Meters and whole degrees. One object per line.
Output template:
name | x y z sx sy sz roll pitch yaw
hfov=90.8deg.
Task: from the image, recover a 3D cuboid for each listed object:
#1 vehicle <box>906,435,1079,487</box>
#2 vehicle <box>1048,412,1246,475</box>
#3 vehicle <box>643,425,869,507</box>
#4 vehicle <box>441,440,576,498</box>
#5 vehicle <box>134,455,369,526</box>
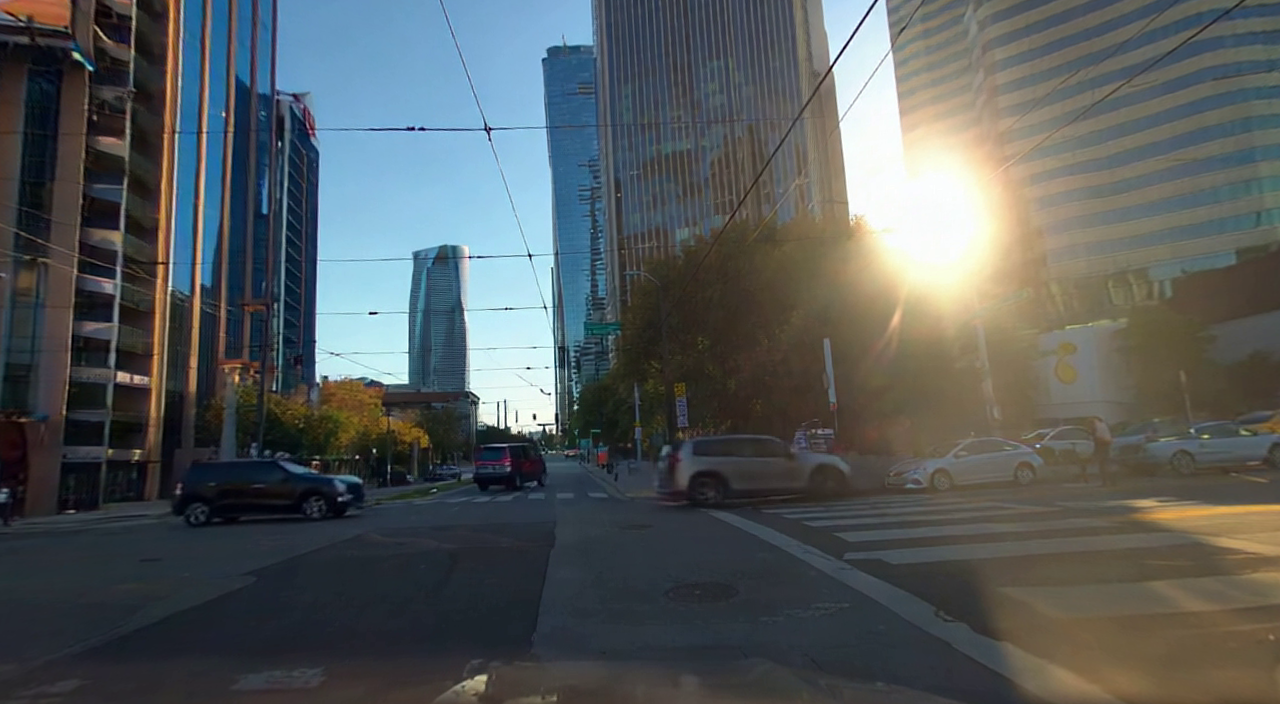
vehicle | 11.390 3.524 20.557 4.697 1.510 1.596 0 -9 -4
vehicle | 16.755 3.046 21.070 4.944 1.946 1.952 0 -8 -3
vehicle | 2.514 2.640 14.560 4.629 1.696 2.098 1 -12 -7
vehicle | -4.759 4.301 23.802 2.137 1.910 5.120 -5 -10 28
vehicle | -9.682 3.456 16.092 4.637 1.624 1.927 0 -8 -3
